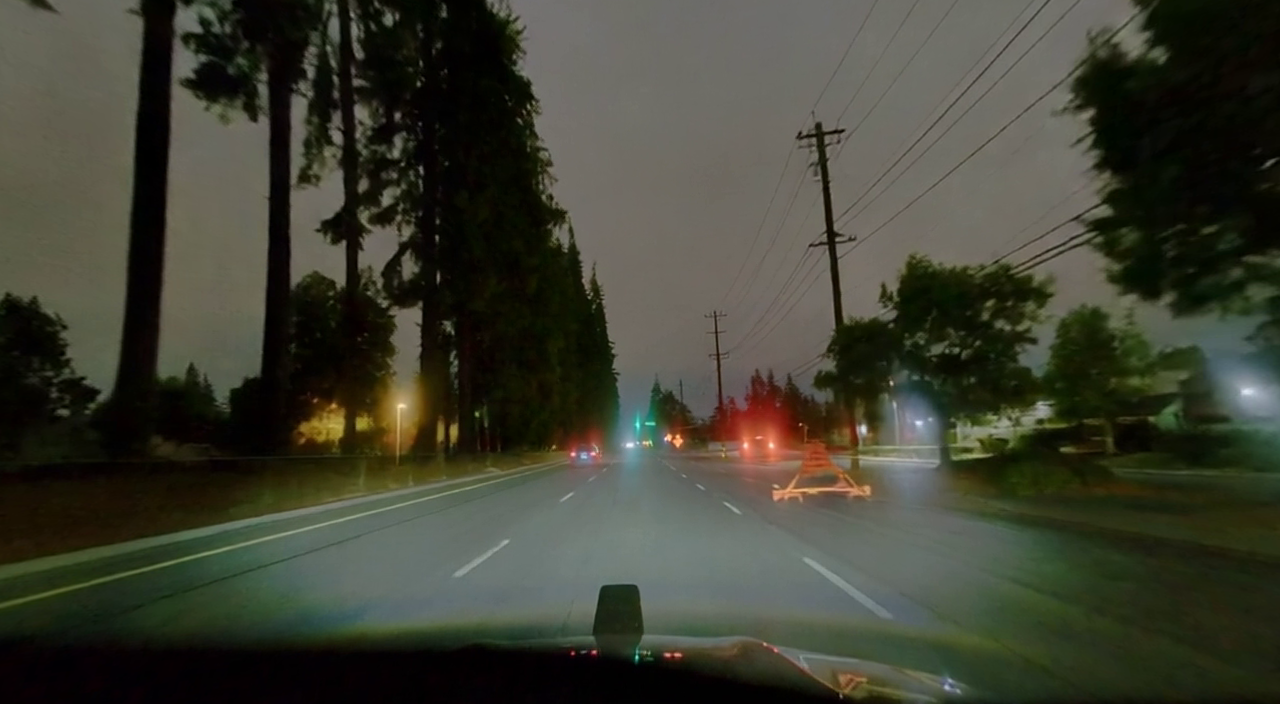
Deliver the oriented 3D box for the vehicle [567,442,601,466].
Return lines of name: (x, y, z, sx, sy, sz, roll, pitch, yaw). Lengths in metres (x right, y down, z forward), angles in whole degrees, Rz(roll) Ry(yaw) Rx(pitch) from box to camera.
vehicle: (-3.891, 7.180, 44.669, 1.992, 1.608, 3.868, 0, -8, 0)
